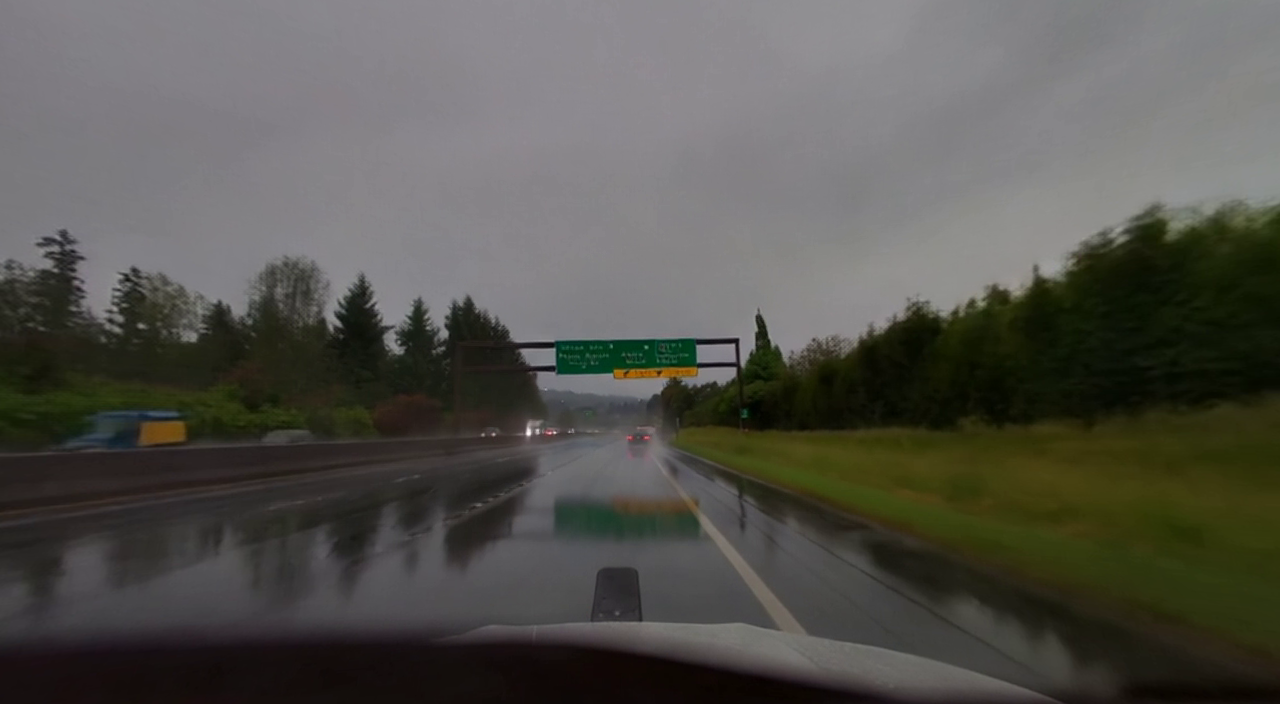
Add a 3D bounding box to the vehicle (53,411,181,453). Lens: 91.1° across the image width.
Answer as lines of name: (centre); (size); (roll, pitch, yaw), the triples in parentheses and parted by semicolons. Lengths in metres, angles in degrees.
vehicle: (-20.441, 3.173, 24.802); (1.694, 1.520, 3.886); (0, -8, 0)
